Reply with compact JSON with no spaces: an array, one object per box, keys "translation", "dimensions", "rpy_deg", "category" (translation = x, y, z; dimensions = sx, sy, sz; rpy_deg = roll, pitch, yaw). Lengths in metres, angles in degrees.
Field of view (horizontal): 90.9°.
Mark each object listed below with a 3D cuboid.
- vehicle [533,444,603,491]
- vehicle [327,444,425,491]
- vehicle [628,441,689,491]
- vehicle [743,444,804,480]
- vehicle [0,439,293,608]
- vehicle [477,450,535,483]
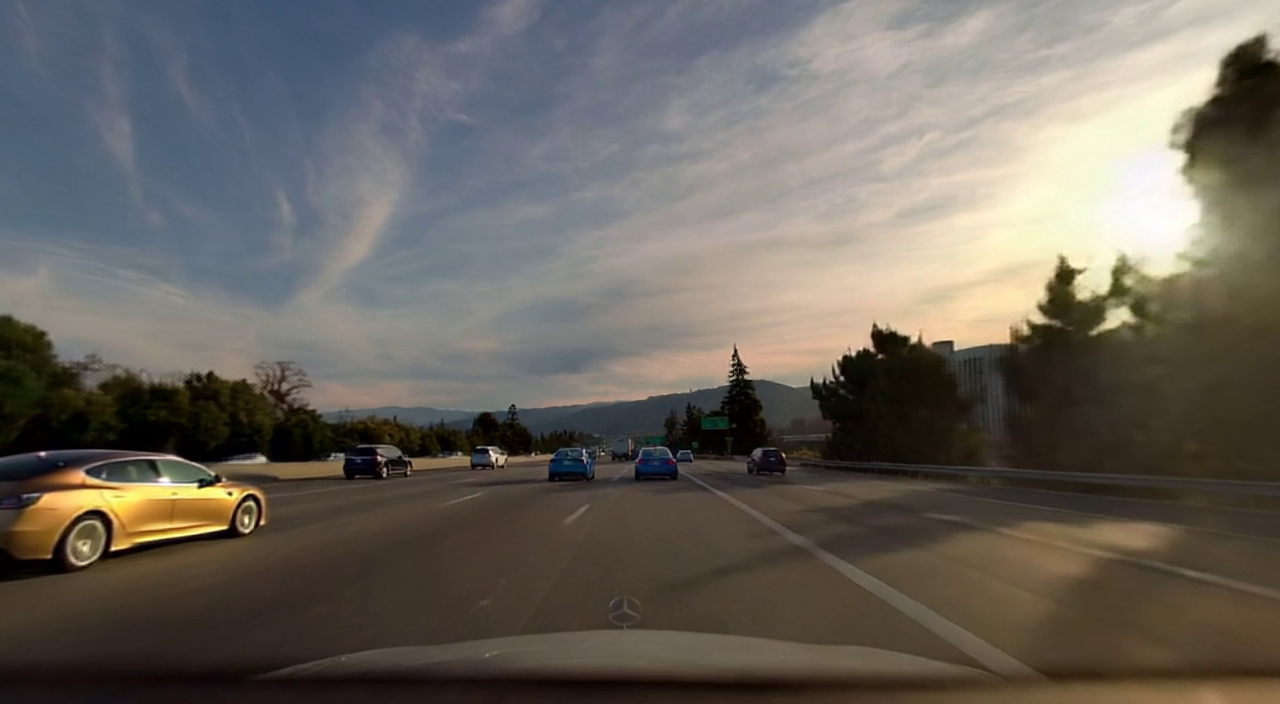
[{"translation":[-2.670,4.423,24.462],"dimensions":[2.102,1.624,4.257],"rpy_deg":[-1,-8,2],"category":"vehicle"},{"translation":[-10.356,4.527,25.116],"dimensions":[1.947,1.683,4.331],"rpy_deg":[-1,-8,1],"category":"vehicle"},{"translation":[0.666,4.282,24.131],"dimensions":[2.114,1.715,4.136],"rpy_deg":[-1,-8,1],"category":"vehicle"},{"translation":[7.137,5.915,34.190],"dimensions":[2.071,1.754,4.484],"rpy_deg":[0,-9,-3],"category":"vehicle"},{"translation":[-6.673,1.848,7.737],"dimensions":[2.116,1.473,4.644],"rpy_deg":[-1,-8,1],"category":"vehicle"},{"translation":[-6.503,5.587,31.052],"dimensions":[1.886,1.455,4.148],"rpy_deg":[-1,-8,1],"category":"vehicle"}]
